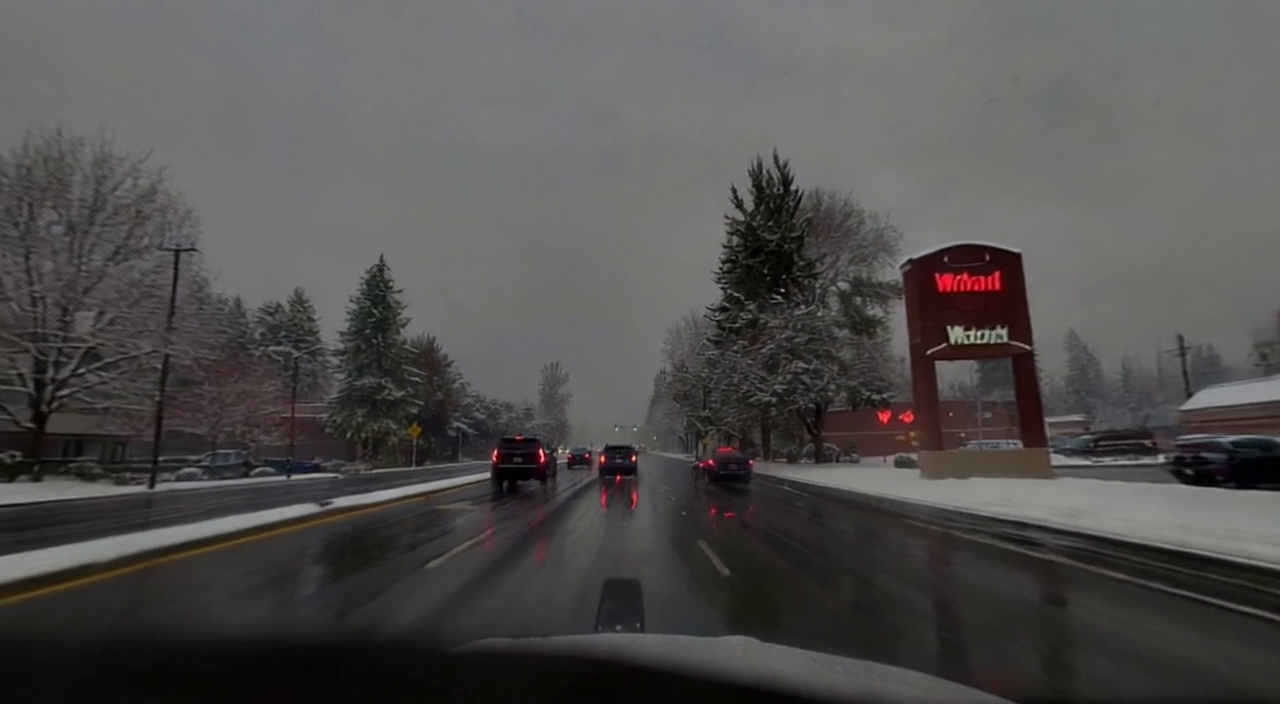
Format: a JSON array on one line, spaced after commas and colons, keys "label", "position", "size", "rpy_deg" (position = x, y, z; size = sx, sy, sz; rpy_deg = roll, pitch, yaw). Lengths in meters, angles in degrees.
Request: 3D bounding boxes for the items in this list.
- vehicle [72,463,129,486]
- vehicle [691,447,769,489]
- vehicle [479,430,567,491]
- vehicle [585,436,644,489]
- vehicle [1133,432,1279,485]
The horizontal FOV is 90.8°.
[{"label": "vehicle", "position": [-38.541, 8.734, 45.244], "size": [1.871, 1.468, 4.670], "rpy_deg": [4, -10, -26]}, {"label": "vehicle", "position": [3.384, 4.454, 24.616], "size": [2.207, 1.447, 4.418], "rpy_deg": [0, -9, -2]}, {"label": "vehicle", "position": [-4.233, 4.035, 23.920], "size": [2.252, 1.999, 5.605], "rpy_deg": [0, -9, 0]}, {"label": "vehicle", "position": [-0.898, 4.205, 24.321], "size": [2.061, 1.809, 4.141], "rpy_deg": [0, -9, 0]}, {"label": "vehicle", "position": [18.457, 3.339, 19.915], "size": [4.107, 1.540, 1.994], "rpy_deg": [0, -9, -1]}]
